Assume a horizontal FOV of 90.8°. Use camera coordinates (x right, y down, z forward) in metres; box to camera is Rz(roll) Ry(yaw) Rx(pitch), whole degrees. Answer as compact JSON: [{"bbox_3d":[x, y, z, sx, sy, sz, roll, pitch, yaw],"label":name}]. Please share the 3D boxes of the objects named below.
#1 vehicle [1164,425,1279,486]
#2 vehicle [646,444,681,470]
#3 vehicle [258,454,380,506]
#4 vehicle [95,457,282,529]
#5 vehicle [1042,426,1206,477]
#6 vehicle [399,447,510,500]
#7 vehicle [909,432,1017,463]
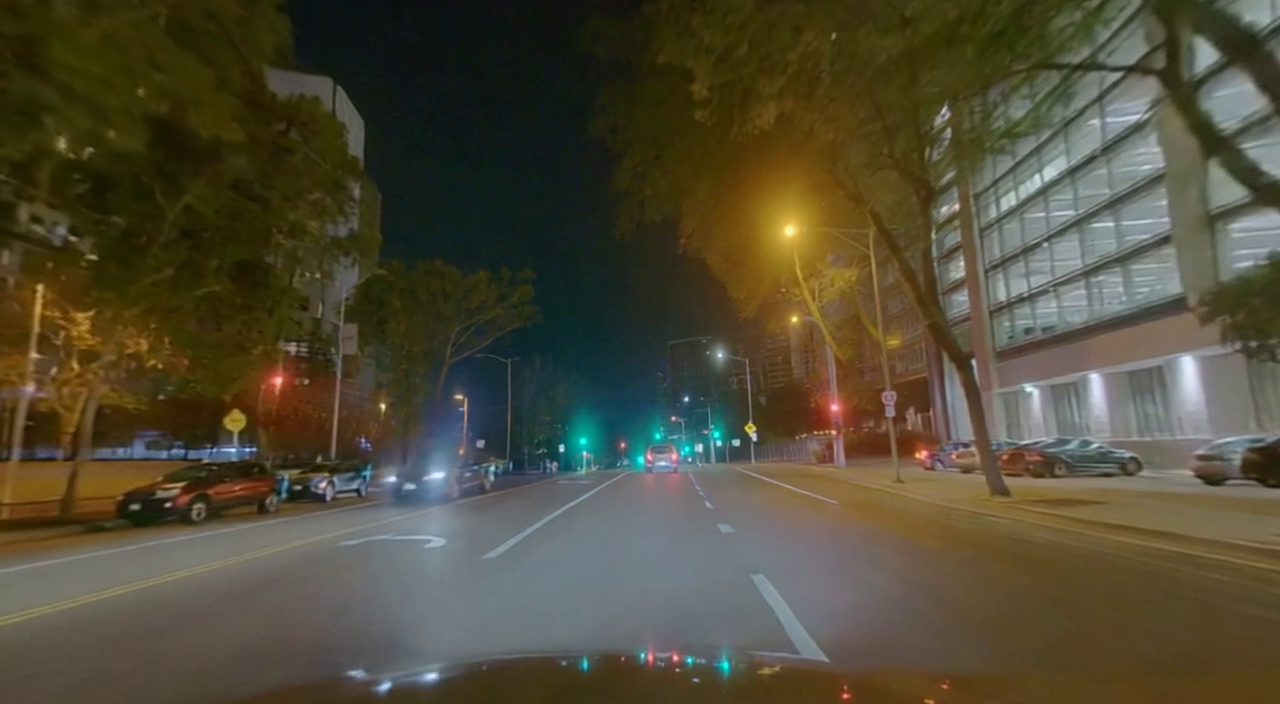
[{"bbox_3d":[16.189,2.604,16.001,3.620,1.412,2.472,0,-8,3],"label":"vehicle"},{"bbox_3d":[1.463,6.370,38.505,2.051,1.454,4.132,0,-8,3],"label":"vehicle"},{"bbox_3d":[-11.998,4.776,24.068,2.016,1.627,4.742,-3,-8,3],"label":"vehicle"},{"bbox_3d":[-12.357,3.816,17.704,1.997,1.668,4.084,0,-8,4],"label":"vehicle"},{"bbox_3d":[16.240,3.360,21.360,3.922,1.420,1.784,-4,-9,3],"label":"vehicle"},{"bbox_3d":[-5.787,3.819,20.318,1.993,1.463,4.265,0,-8,4],"label":"vehicle"},{"bbox_3d":[16.624,4.936,32.677,4.540,1.547,1.841,-1,-8,5],"label":"vehicle"}]
